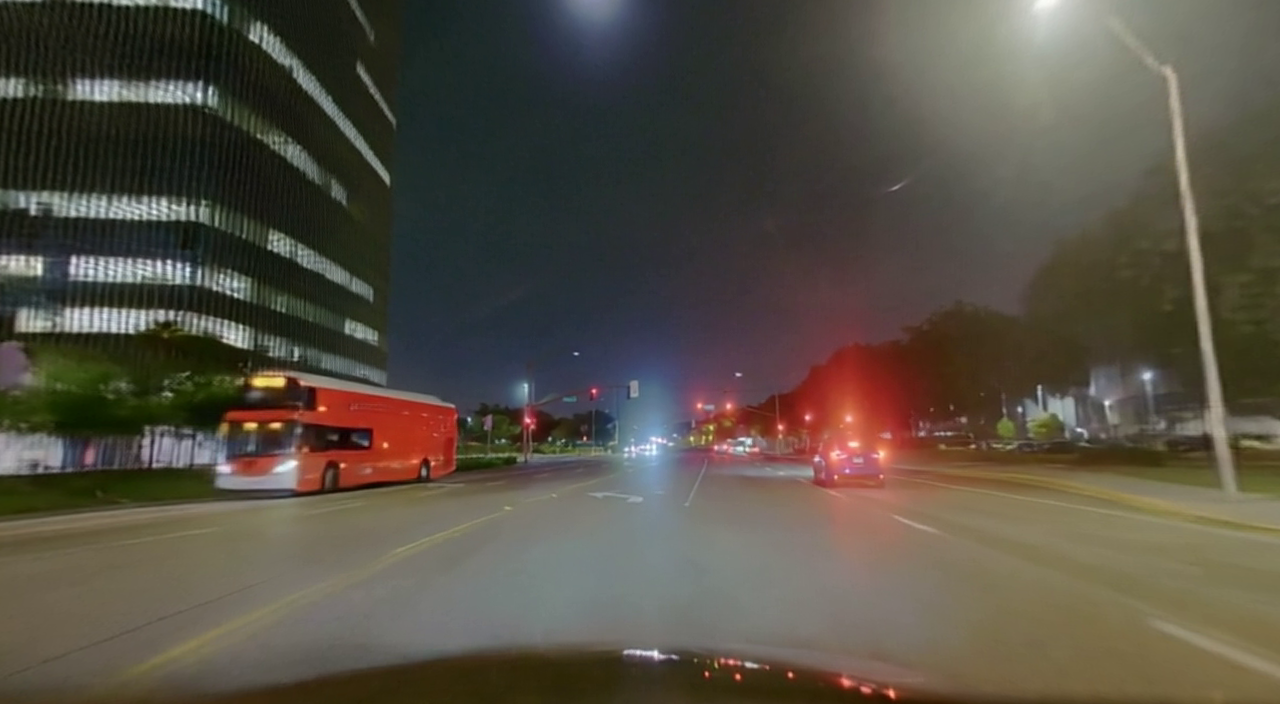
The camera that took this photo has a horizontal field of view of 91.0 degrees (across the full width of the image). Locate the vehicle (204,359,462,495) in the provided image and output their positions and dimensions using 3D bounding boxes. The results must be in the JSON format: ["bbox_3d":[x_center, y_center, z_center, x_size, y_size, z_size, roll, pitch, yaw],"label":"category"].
[{"bbox_3d":[-11.988,3.473,27.491,3.110,4.418,13.688,-1,-9,6],"label":"vehicle"}]

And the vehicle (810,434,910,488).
[{"bbox_3d":[6.819,3.418,20.005,1.993,1.501,4.127,-1,-9,5],"label":"vehicle"}]

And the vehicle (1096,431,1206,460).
[{"bbox_3d":[26.946,4.959,33.327,3.983,1.479,1.857,-2,-9,11],"label":"vehicle"}]

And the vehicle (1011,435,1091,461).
[{"bbox_3d":[26.919,6.306,41.313,3.824,1.453,1.894,-3,-7,4],"label":"vehicle"}]

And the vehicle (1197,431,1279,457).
[{"bbox_3d":[40.824,6.173,42.232,4.638,1.678,2.196,-1,-9,5],"label":"vehicle"}]
